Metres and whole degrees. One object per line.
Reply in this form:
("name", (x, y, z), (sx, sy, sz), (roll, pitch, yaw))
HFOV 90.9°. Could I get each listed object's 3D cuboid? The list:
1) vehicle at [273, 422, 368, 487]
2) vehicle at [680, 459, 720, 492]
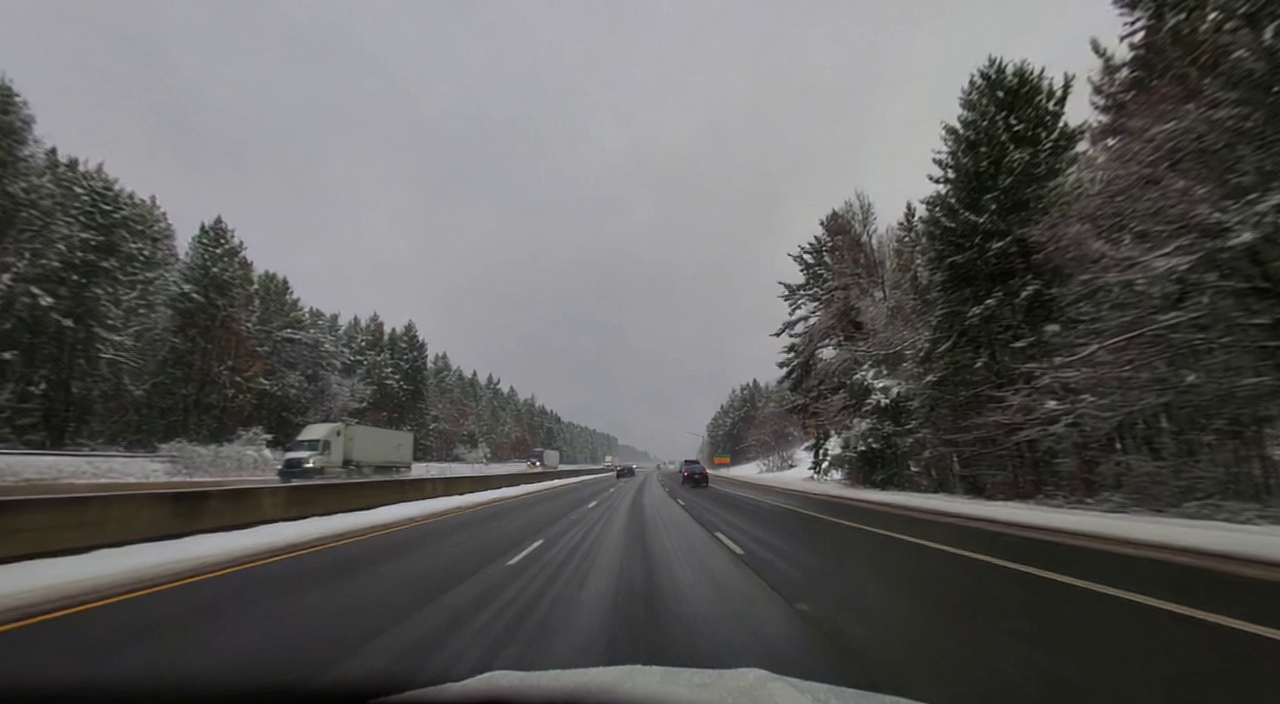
("vehicle", (-21.374, 6.973, 42.611), (3.009, 4.001, 5.877), (1, -10, 2))
("vehicle", (3.696, 7.777, 39.778), (2.093, 1.933, 4.623), (1, -10, 0))
